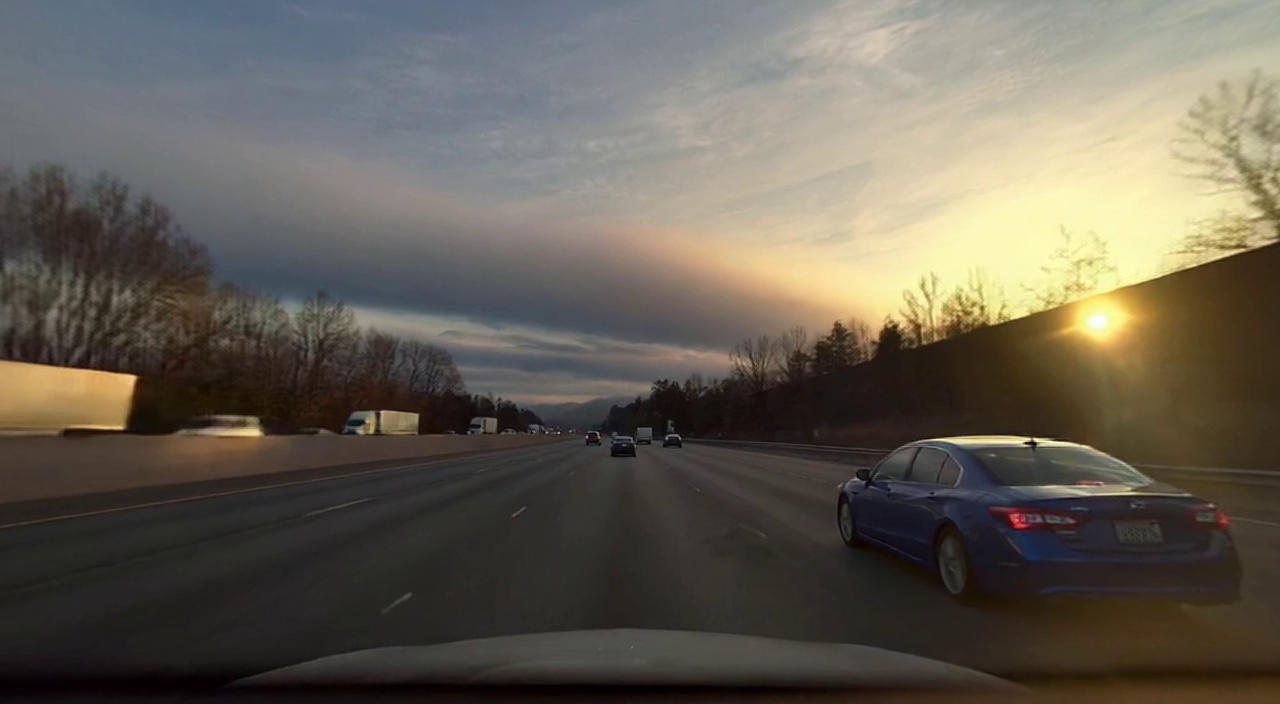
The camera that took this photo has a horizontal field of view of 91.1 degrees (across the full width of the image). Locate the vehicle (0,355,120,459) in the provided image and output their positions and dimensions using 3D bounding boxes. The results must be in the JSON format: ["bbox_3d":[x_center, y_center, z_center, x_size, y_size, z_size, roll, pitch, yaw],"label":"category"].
[{"bbox_3d":[-25.887,1.924,22.652,2.867,3.948,13.749,0,-8,-1],"label":"vehicle"}]

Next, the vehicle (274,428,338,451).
[{"bbox_3d":[-22.479,5.912,42.507,1.905,1.510,4.507,0,-8,-1],"label":"vehicle"}]

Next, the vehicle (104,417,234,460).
[{"bbox_3d":[-18.492,3.427,24.976,1.980,1.549,4.156,0,-8,-1],"label":"vehicle"}]

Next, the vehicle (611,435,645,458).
[{"bbox_3d":[-0.804,6.221,41.653,2.121,1.445,4.187,0,-8,-2],"label":"vehicle"}]
